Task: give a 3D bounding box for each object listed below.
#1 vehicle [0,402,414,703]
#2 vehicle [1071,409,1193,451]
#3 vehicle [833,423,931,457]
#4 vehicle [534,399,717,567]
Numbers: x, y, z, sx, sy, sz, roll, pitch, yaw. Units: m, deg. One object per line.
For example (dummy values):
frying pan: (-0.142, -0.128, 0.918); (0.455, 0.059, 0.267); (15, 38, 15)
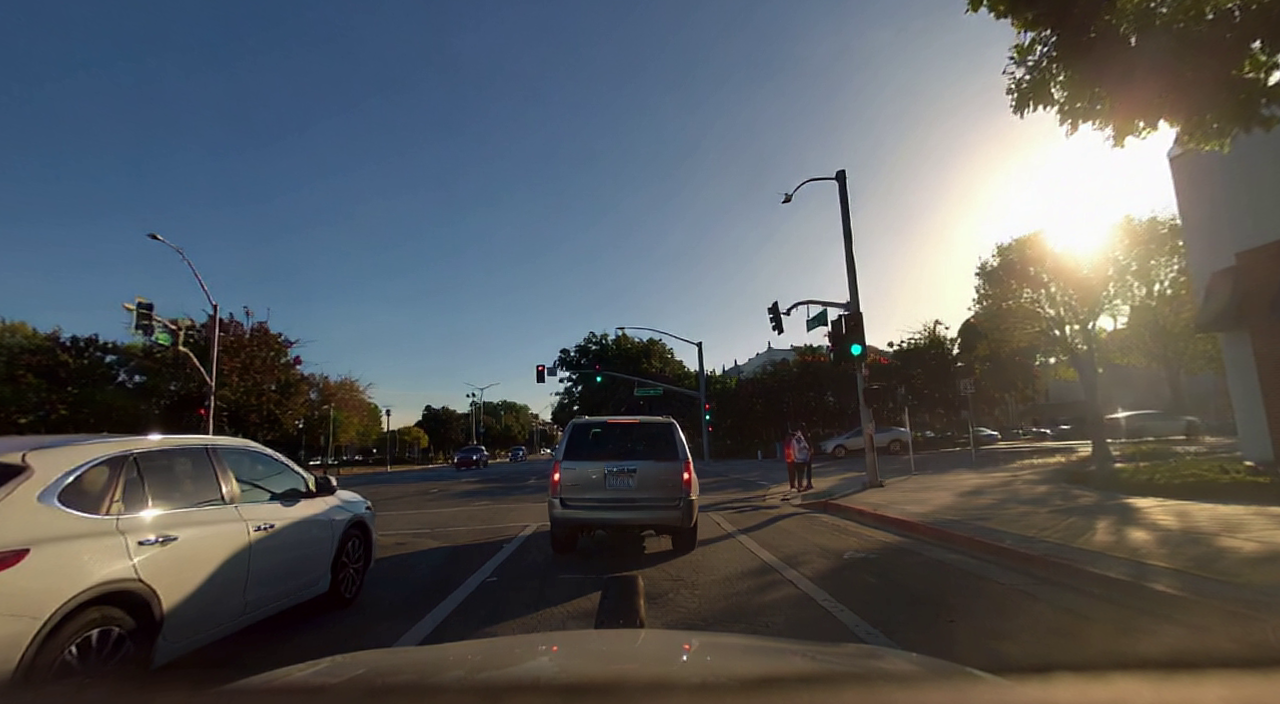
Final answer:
vehicle: (-3.370, 1.262, 4.554); (2.011, 1.527, 4.008); (0, -8, -1)
vehicle: (25.395, 4.014, 32.611); (5.215, 1.967, 2.392); (1, -8, -20)
vehicle: (13.534, 4.924, 35.374); (4.872, 1.806, 2.107); (3, -9, -20)
vehicle: (-0.172, 1.795, 9.341); (2.059, 1.877, 4.249); (0, -8, 0)
